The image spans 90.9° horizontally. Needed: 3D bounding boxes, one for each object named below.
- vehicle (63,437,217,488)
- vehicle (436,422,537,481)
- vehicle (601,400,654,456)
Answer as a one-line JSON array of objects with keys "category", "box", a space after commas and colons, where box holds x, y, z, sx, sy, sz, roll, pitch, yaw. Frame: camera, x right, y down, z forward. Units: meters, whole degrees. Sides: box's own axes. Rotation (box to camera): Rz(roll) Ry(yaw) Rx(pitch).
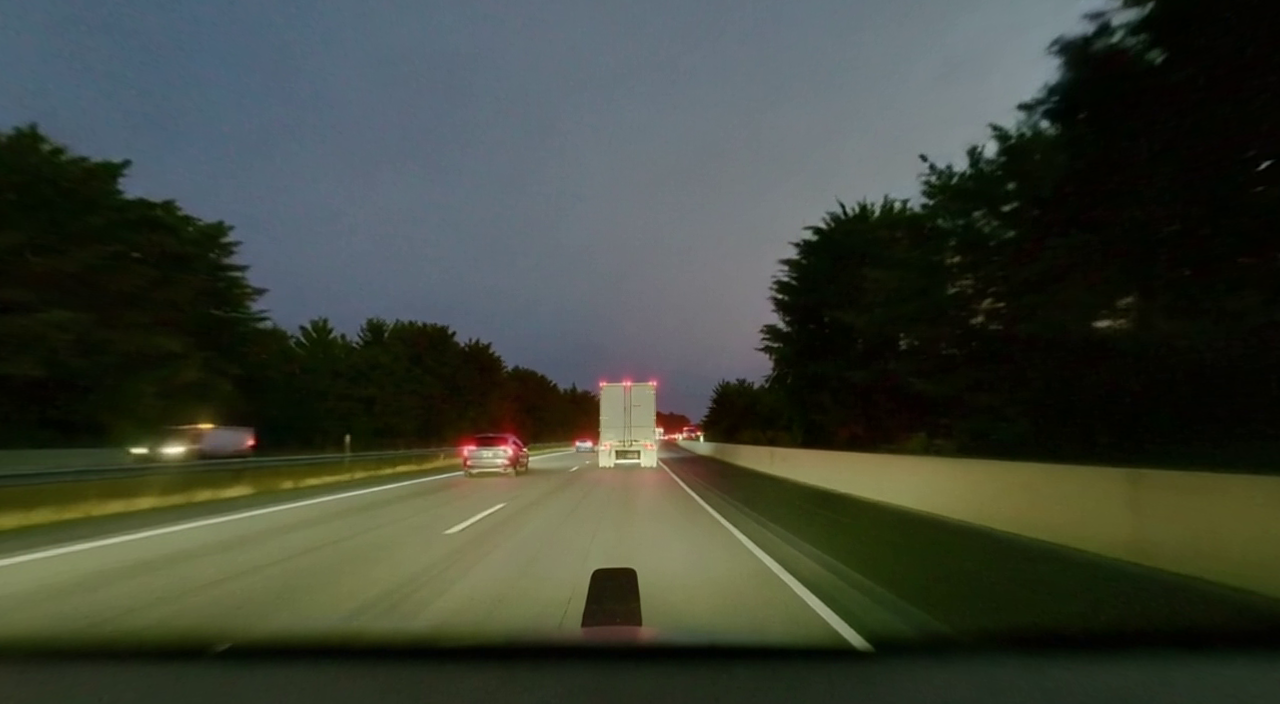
[{"category": "vehicle", "box": [-18.022, 3.959, 23.058, 2.024, 1.664, 4.381, 0, -8, 0]}, {"category": "vehicle", "box": [-4.853, 3.218, 20.636, 2.138, 1.697, 4.587, 0, -8, 0]}, {"category": "vehicle", "box": [-0.584, 3.480, 28.630, 2.319, 2.461, 1.270, 1, -8, -3]}]
